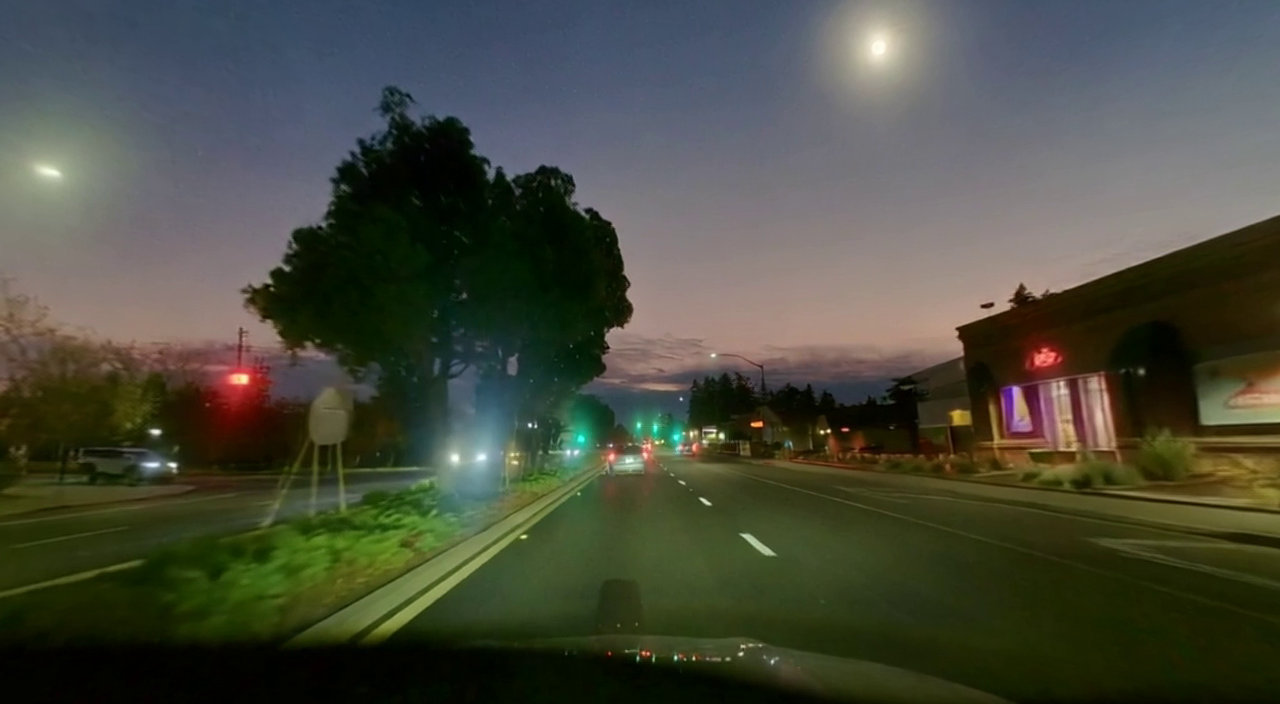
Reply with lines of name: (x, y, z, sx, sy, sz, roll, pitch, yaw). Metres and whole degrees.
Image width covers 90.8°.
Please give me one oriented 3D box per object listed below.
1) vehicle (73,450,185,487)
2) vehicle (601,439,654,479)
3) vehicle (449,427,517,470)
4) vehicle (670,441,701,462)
vehicle: (-23.521, 5.338, 29.181, 3.650, 1.487, 1.757, -1, -8, -1)
vehicle: (-0.473, 4.287, 25.560, 2.006, 1.487, 3.535, 0, -9, 0)
vehicle: (-8.603, 5.366, 35.253, 2.274, 2.201, 5.710, -1, -9, 1)
vehicle: (3.455, 7.633, 48.520, 1.910, 1.474, 4.003, 0, -9, -2)
